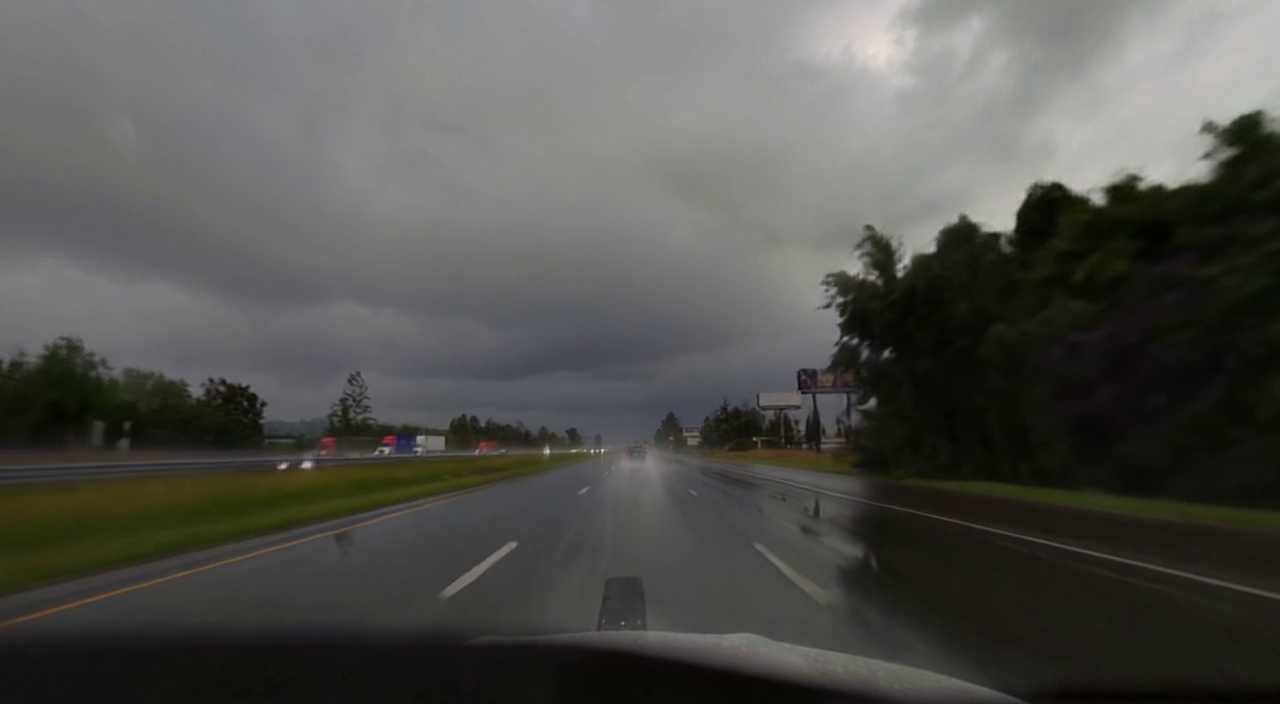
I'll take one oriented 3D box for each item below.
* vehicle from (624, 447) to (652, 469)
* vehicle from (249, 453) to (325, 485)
[{"bbox_3d":[-0.154,7.804,46.397,1.916,1.494,4.335,0,-9,-1],"label":"vehicle"},{"bbox_3d":[-18.951,6.272,34.022,1.807,1.559,3.952,0,-9,-1],"label":"vehicle"}]
